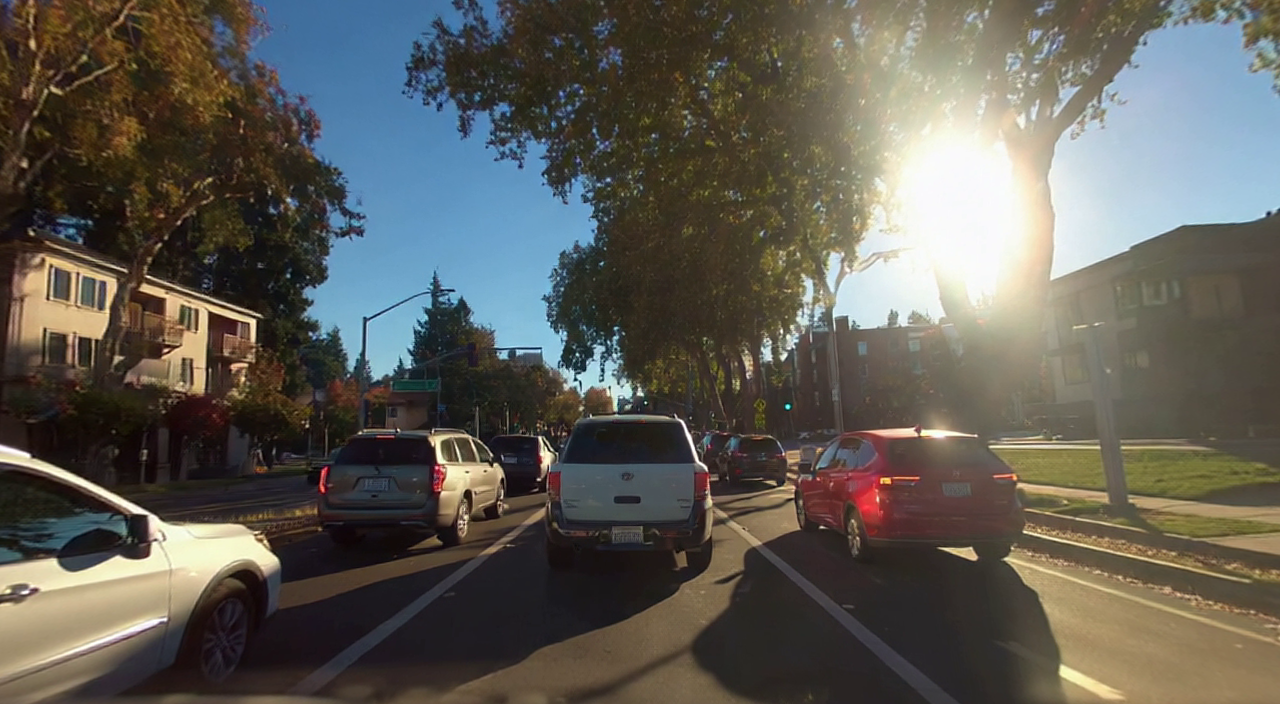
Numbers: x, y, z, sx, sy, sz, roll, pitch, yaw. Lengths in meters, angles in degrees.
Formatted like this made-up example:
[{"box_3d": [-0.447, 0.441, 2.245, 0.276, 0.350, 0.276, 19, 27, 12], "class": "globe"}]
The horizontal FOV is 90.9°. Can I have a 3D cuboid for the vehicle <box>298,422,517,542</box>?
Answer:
[{"box_3d": [-3.653, 2.116, 10.930, 2.042, 1.641, 4.314, 0, -8, 1], "class": "vehicle"}]

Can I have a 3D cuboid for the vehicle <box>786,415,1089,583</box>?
[{"box_3d": [3.268, 1.670, 7.877, 1.922, 1.579, 3.642, 0, -8, -1], "class": "vehicle"}]

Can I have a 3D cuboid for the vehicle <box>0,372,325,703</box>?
[{"box_3d": [-3.775, 0.997, 3.311, 1.929, 1.641, 4.193, 0, -8, 2], "class": "vehicle"}]

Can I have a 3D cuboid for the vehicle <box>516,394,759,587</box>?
[{"box_3d": [-0.006, 1.550, 7.805, 2.193, 1.744, 4.033, 0, -8, 1], "class": "vehicle"}]
